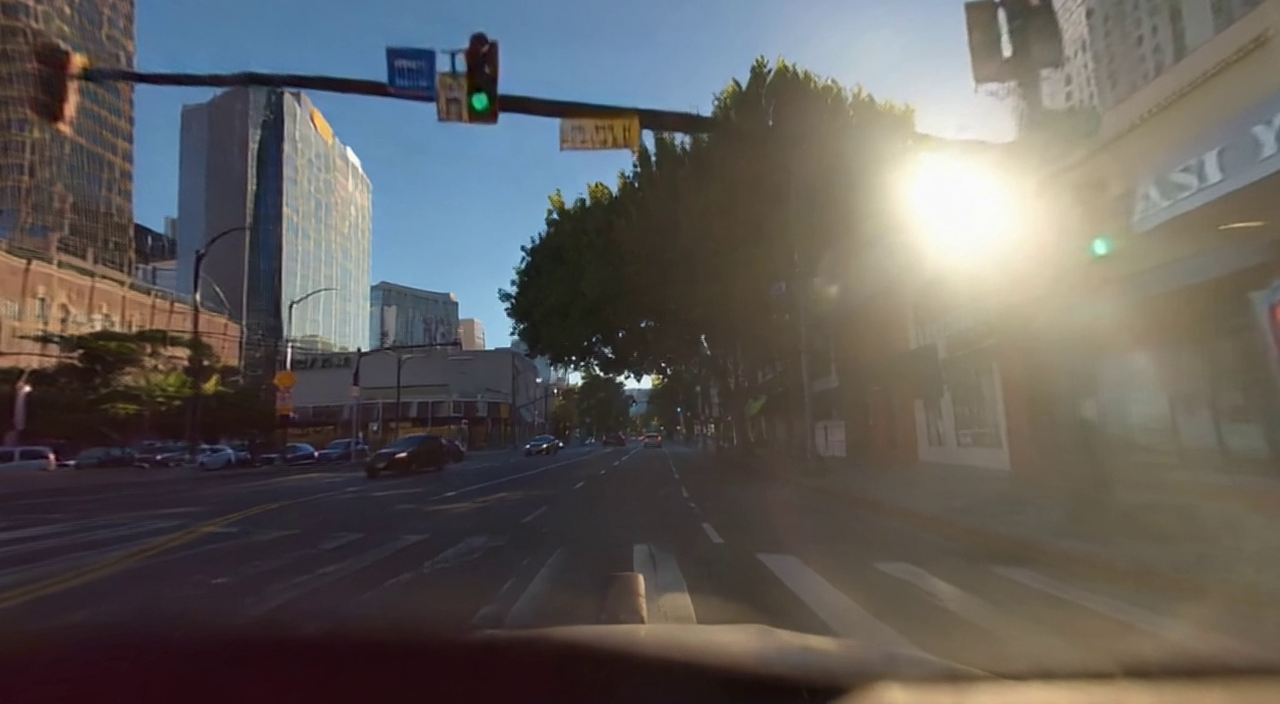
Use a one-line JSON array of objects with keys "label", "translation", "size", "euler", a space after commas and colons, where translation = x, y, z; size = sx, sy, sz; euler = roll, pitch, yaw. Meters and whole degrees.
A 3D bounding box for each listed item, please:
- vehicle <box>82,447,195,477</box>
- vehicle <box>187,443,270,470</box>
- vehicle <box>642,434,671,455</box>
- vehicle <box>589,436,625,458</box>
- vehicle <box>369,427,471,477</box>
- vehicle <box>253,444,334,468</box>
[{"label": "vehicle", "translation": [-27.858, 6.084, 35.251], "size": [1.755, 1.445, 4.485], "euler": [-5, -9, 29]}, {"label": "vehicle", "translation": [-27.606, 6.971, 42.503], "size": [1.969, 1.636, 4.136], "euler": [-5, -9, 29]}, {"label": "vehicle", "translation": [1.318, 7.233, 49.590], "size": [2.168, 1.545, 4.047], "euler": [-1, -8, 2]}, {"label": "vehicle", "translation": [-2.269, 6.590, 44.123], "size": [1.962, 1.420, 4.021], "euler": [-1, -8, 4]}, {"label": "vehicle", "translation": [-8.772, 4.028, 25.733], "size": [2.281, 1.834, 4.736], "euler": [-1, -8, 3]}, {"label": "vehicle", "translation": [-23.614, 7.074, 43.211], "size": [1.985, 1.469, 4.428], "euler": [-5, -9, 29]}]
